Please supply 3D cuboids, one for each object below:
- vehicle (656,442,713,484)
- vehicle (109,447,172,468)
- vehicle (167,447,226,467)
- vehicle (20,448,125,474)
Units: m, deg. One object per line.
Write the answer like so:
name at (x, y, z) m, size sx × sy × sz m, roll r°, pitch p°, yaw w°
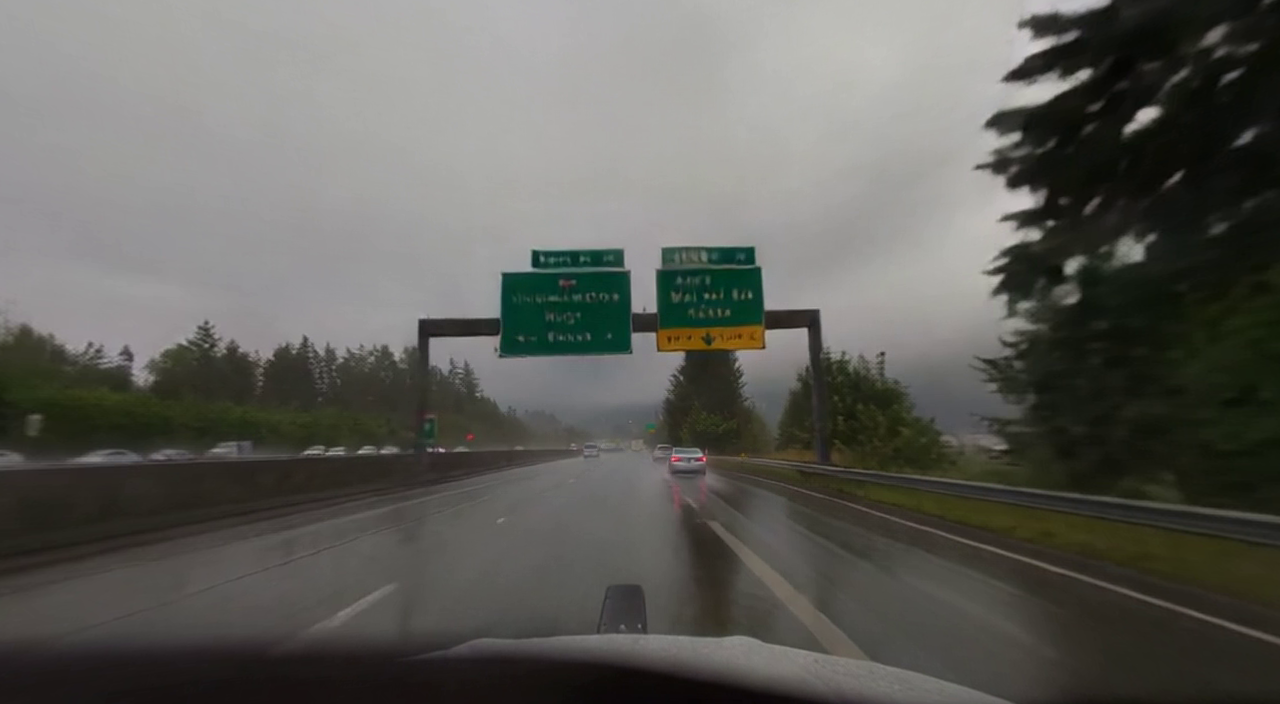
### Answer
vehicle at (1.634, 4.257, 24.413) m, size 1.960 × 1.456 × 3.818 m, roll 0°, pitch -9°, yaw 0°
vehicle at (-37.243, 7.867, 47.098) m, size 1.819 × 1.503 × 3.711 m, roll 1°, pitch -9°, yaw -4°
vehicle at (-34.163, 8.085, 48.647) m, size 1.767 × 1.451 × 3.912 m, roll 0°, pitch -9°, yaw -3°
vehicle at (-33.976, 6.533, 37.940) m, size 1.866 × 1.449 × 4.865 m, roll 0°, pitch -9°, yaw -1°
